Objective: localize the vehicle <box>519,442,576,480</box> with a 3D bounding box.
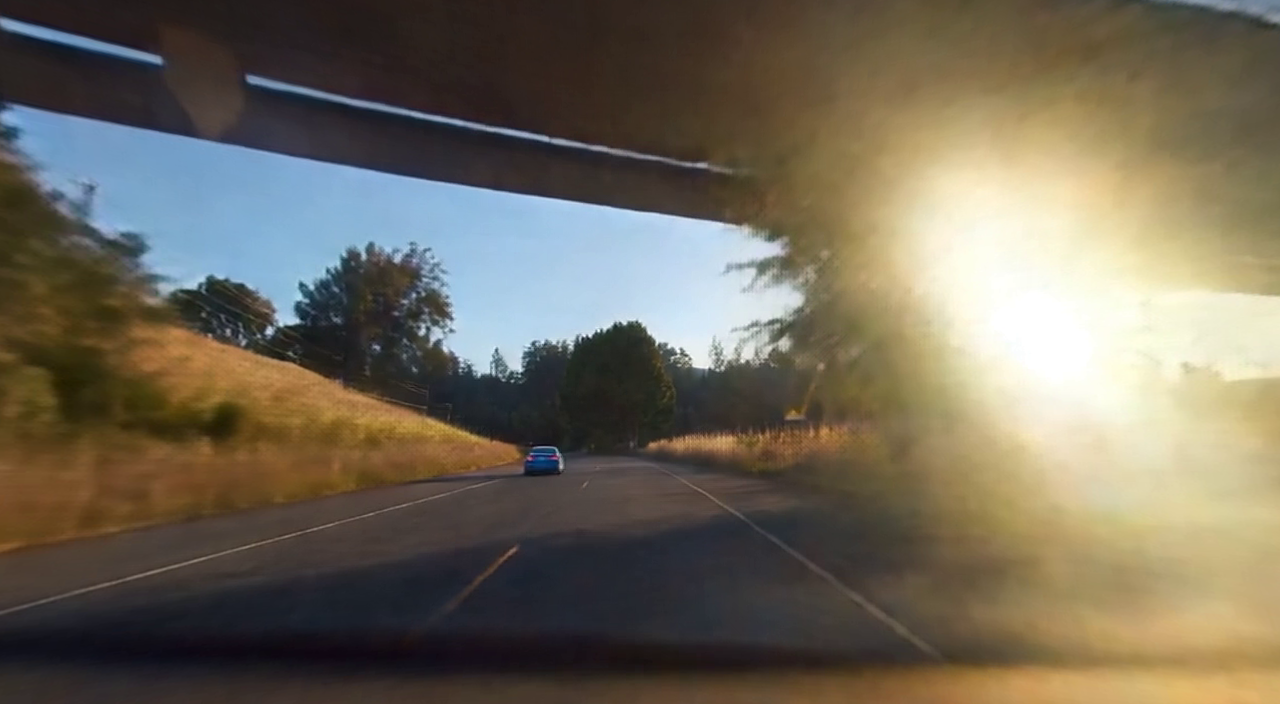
[{"bbox_3d":[-3.943,4.715,27.617,1.968,1.503,4.443,0,-8,-1],"label":"vehicle"}]
